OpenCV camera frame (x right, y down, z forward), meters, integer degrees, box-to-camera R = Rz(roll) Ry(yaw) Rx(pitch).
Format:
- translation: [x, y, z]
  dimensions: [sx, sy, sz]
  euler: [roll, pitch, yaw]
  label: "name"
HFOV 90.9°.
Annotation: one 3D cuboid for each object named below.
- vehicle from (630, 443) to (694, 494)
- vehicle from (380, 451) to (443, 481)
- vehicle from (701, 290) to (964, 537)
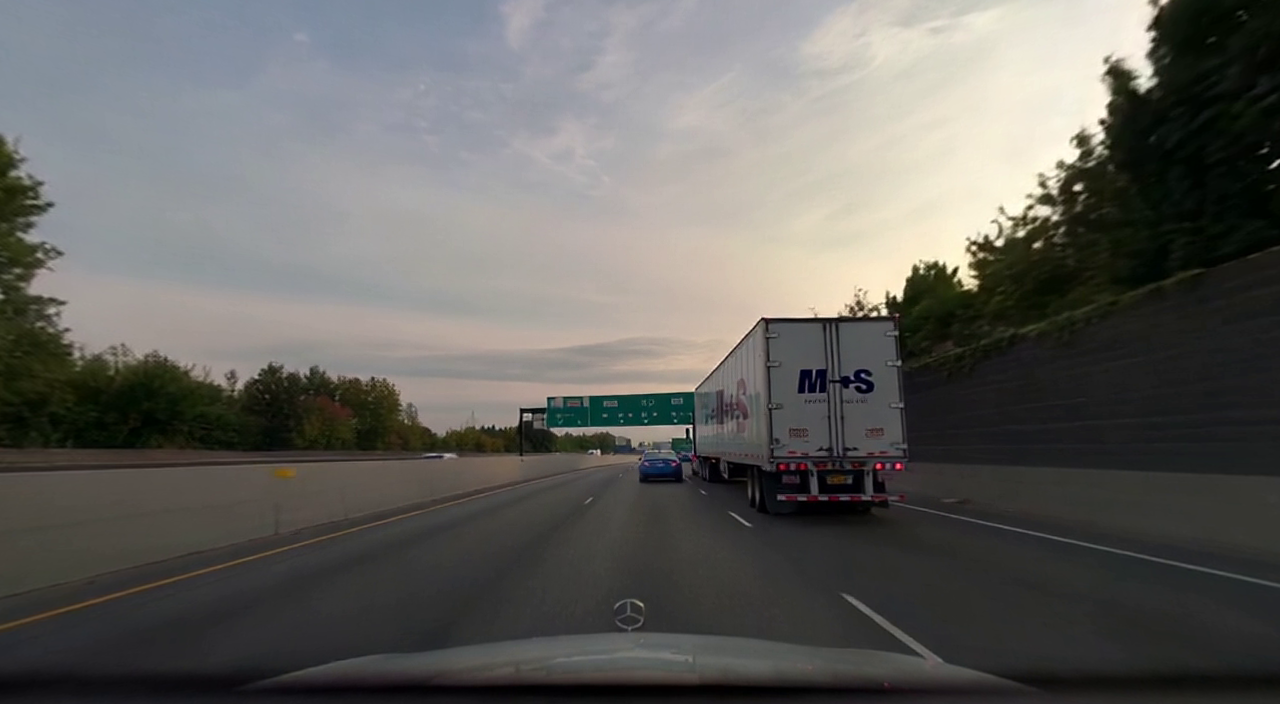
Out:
- translation: [0.706, 4.155, 22.773]
  dimensions: [2.121, 1.642, 3.828]
  euler: [0, -9, 0]
  label: "vehicle"
- translation: [-13.070, 6.530, 36.289]
  dimensions: [1.941, 1.602, 4.247]
  euler: [0, -9, 2]
  label: "vehicle"
- translation: [3.822, 2.040, 17.533]
  dimensions: [3.002, 4.104, 14.174]
  euler: [0, -9, 1]
  label: "vehicle"
